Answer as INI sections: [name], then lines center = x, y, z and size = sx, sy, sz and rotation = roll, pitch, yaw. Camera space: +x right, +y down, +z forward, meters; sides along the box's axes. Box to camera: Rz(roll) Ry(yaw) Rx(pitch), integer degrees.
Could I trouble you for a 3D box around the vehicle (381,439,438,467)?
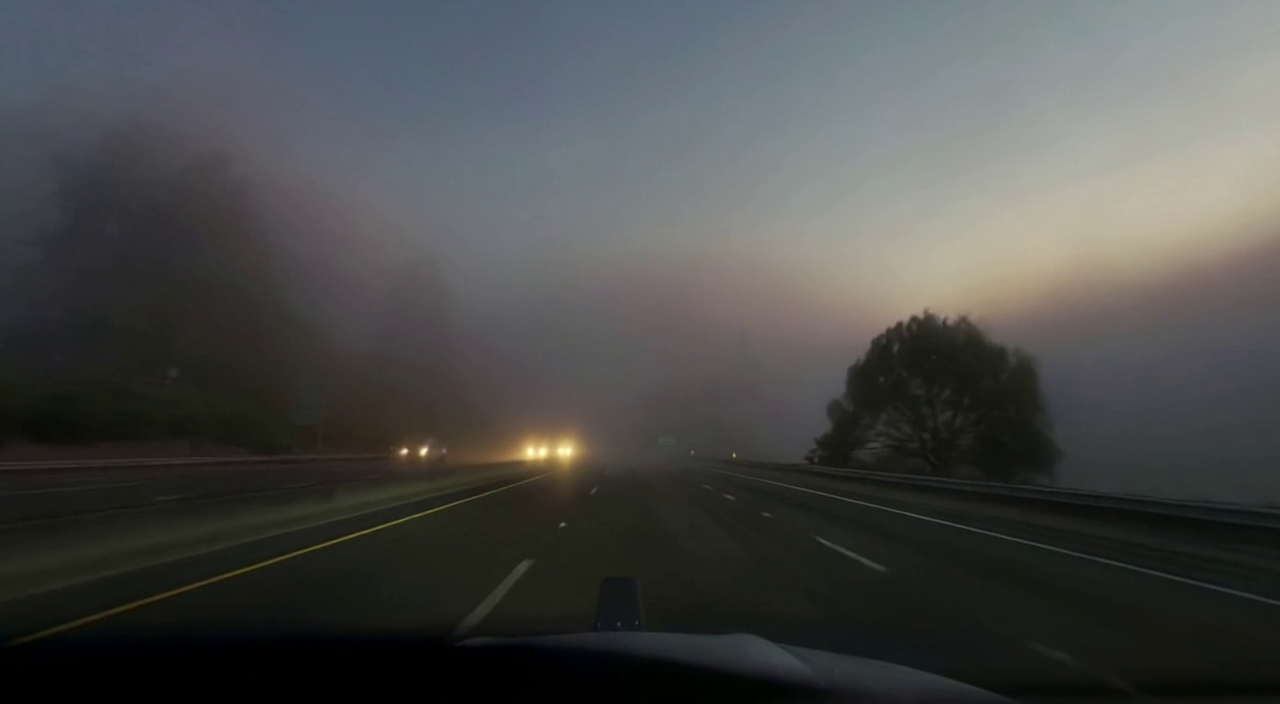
[vehicle]
center = -16.535, 7.266, 45.358
size = 2.179, 1.831, 5.119
rotation = 0, -9, 0
